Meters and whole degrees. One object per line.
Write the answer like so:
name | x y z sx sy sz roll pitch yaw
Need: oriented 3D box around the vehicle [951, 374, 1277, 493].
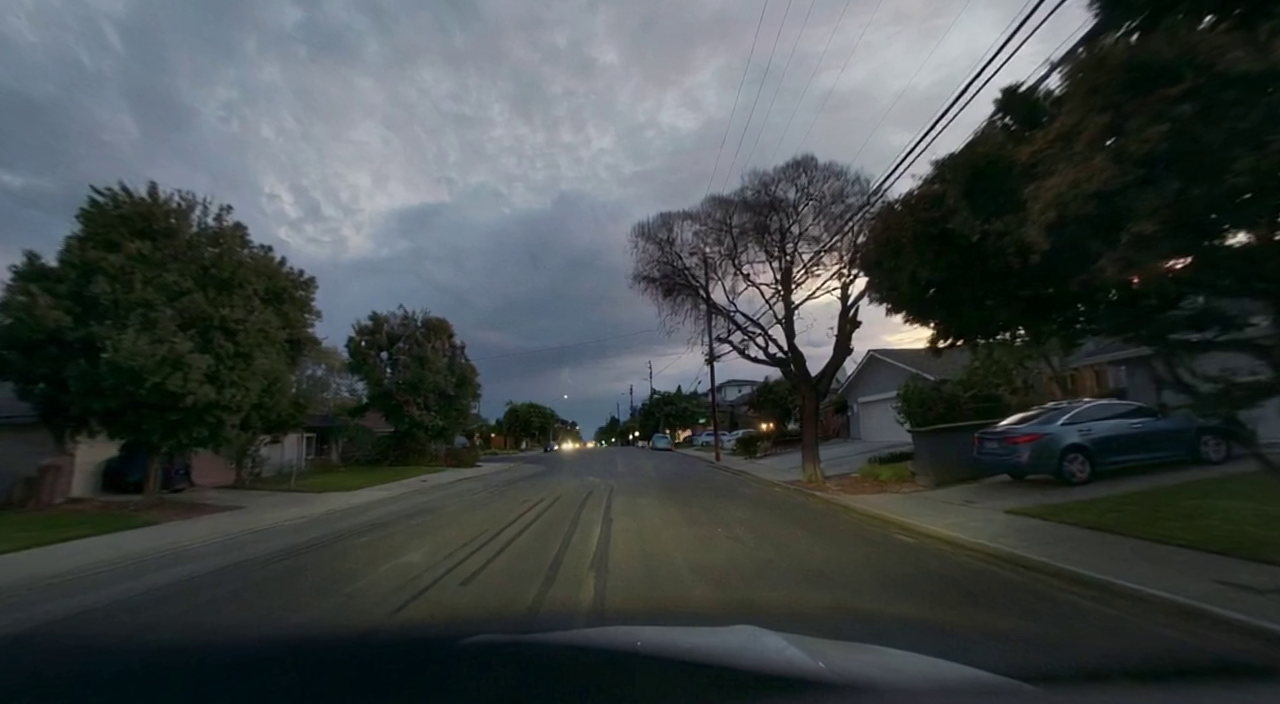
vehicle | 10.365 1.831 14.199 5.307 1.940 2.412 -5 -8 -4
